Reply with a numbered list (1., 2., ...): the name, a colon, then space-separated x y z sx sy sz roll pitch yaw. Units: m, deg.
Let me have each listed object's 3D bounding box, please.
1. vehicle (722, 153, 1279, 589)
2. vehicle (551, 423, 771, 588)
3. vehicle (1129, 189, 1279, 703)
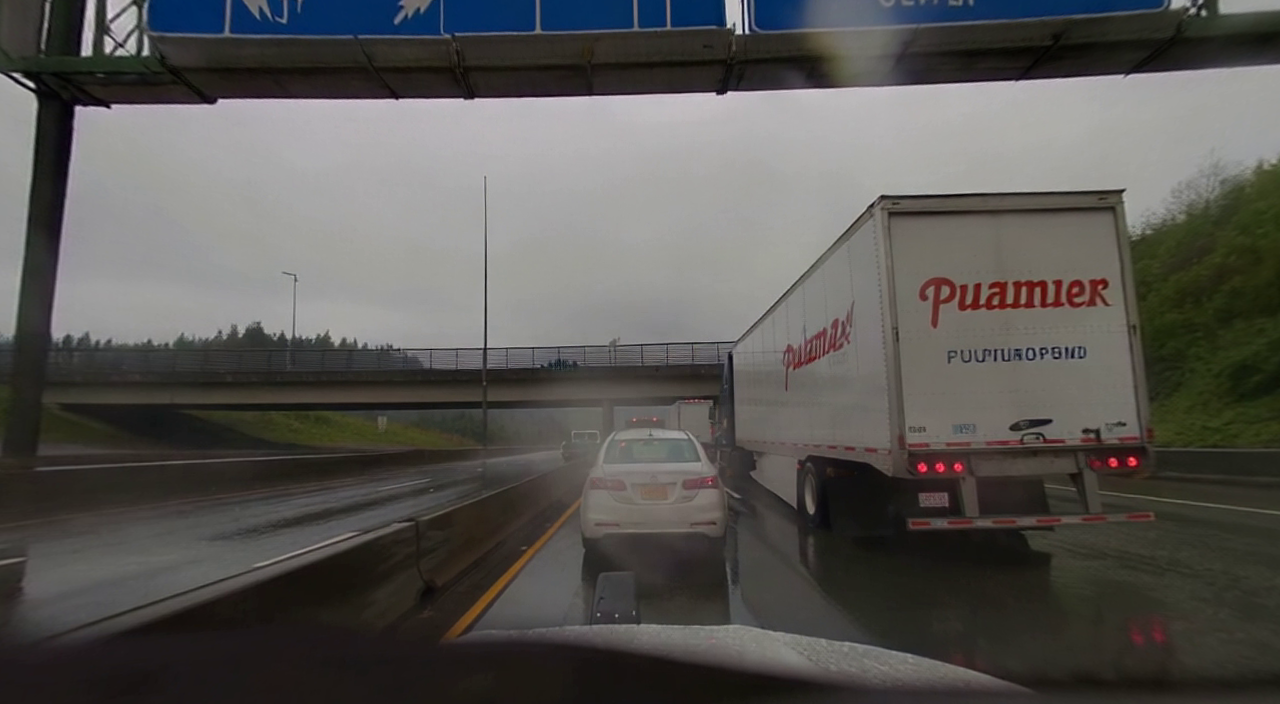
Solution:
1. vehicle: 4.212 1.075 12.979 2.827 4.081 14.305 0 -8 -1
2. vehicle: 0.182 1.686 7.717 2.045 1.490 3.597 -1 -8 0
3. vehicle: 4.731 0.132 0.671 2.892 2.615 6.650 0 -8 -1
